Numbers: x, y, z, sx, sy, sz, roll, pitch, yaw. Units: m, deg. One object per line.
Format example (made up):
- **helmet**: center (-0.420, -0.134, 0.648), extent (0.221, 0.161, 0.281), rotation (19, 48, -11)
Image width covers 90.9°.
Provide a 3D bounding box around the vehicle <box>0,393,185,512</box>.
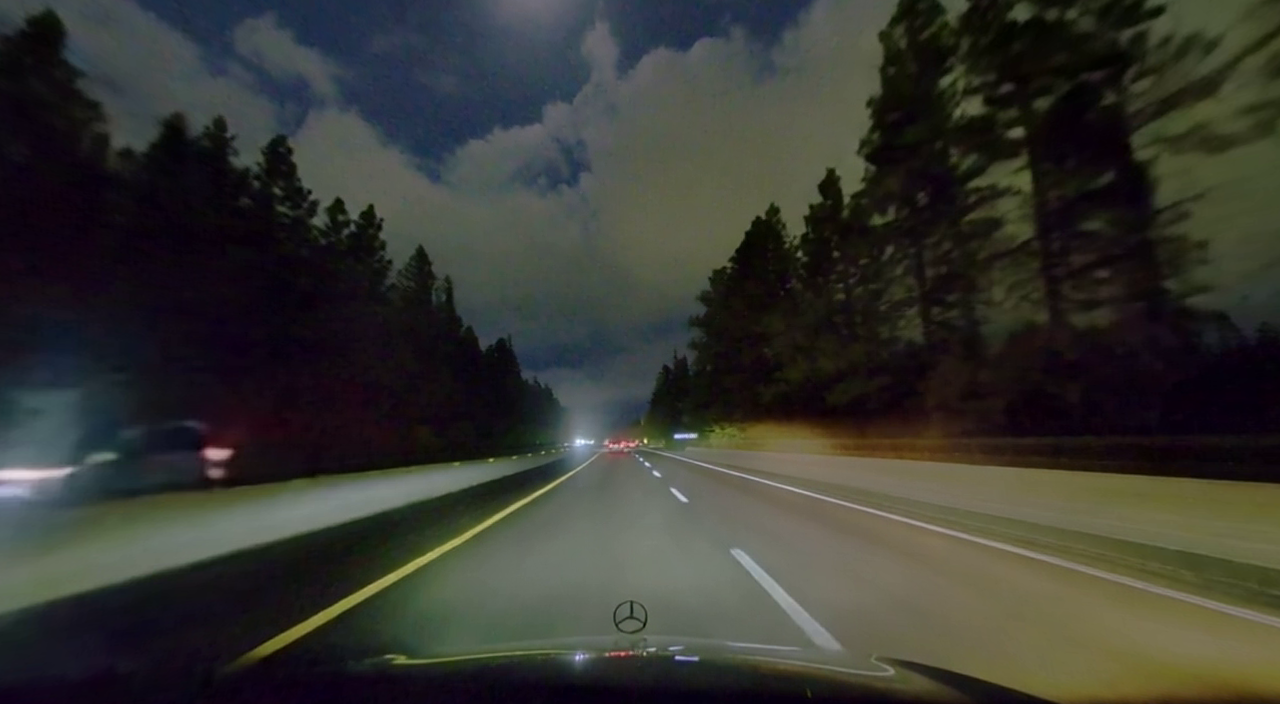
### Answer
- **vehicle**: center (-10.483, 1.670, 10.521), extent (1.991, 1.748, 5.095), rotation (0, -8, -1)
